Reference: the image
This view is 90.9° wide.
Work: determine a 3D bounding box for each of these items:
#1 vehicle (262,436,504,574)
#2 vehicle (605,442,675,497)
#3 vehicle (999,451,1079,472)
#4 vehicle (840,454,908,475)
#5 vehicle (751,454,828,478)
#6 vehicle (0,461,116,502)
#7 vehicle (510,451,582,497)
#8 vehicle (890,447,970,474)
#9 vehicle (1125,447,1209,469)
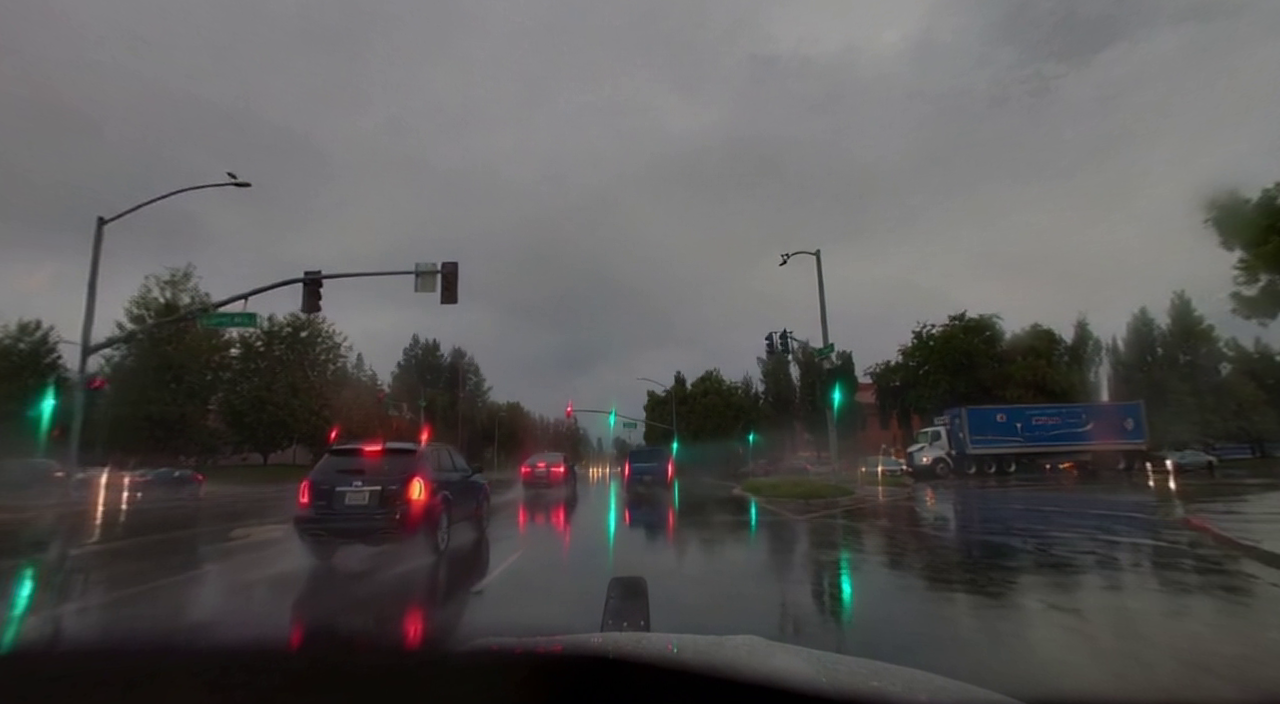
[{"bbox_3d":[-3.281,1.974,8.913,1.960,1.528,3.490,0,-8,-1],"label":"vehicle"},{"bbox_3d":[0.009,3.954,21.674,2.163,1.678,3.846,0,-8,0],"label":"vehicle"},{"bbox_3d":[28.674,7.849,45.371,4.365,1.448,1.928,0,-8,0],"label":"vehicle"},{"bbox_3d":[18.095,8.710,48.919,4.478,1.495,2.063,0,-8,-1],"label":"vehicle"},{"bbox_3d":[10.606,8.131,44.903,4.875,1.473,2.077,-2,-11,-2],"label":"vehicle"},{"bbox_3d":[-27.161,5.892,28.785,4.623,1.710,2.034,0,-8,1],"label":"vehicle"},{"bbox_3d":[-3.393,4.468,23.586,2.013,1.474,4.393,0,-8,0],"label":"vehicle"},{"bbox_3d":[20.723,7.772,45.176,4.585,1.681,2.140,-3,-10,-1],"label":"vehicle"},{"bbox_3d":[37.818,7.571,45.235,4.525,1.468,1.839,1,-8,-5],"label":"vehicle"}]
